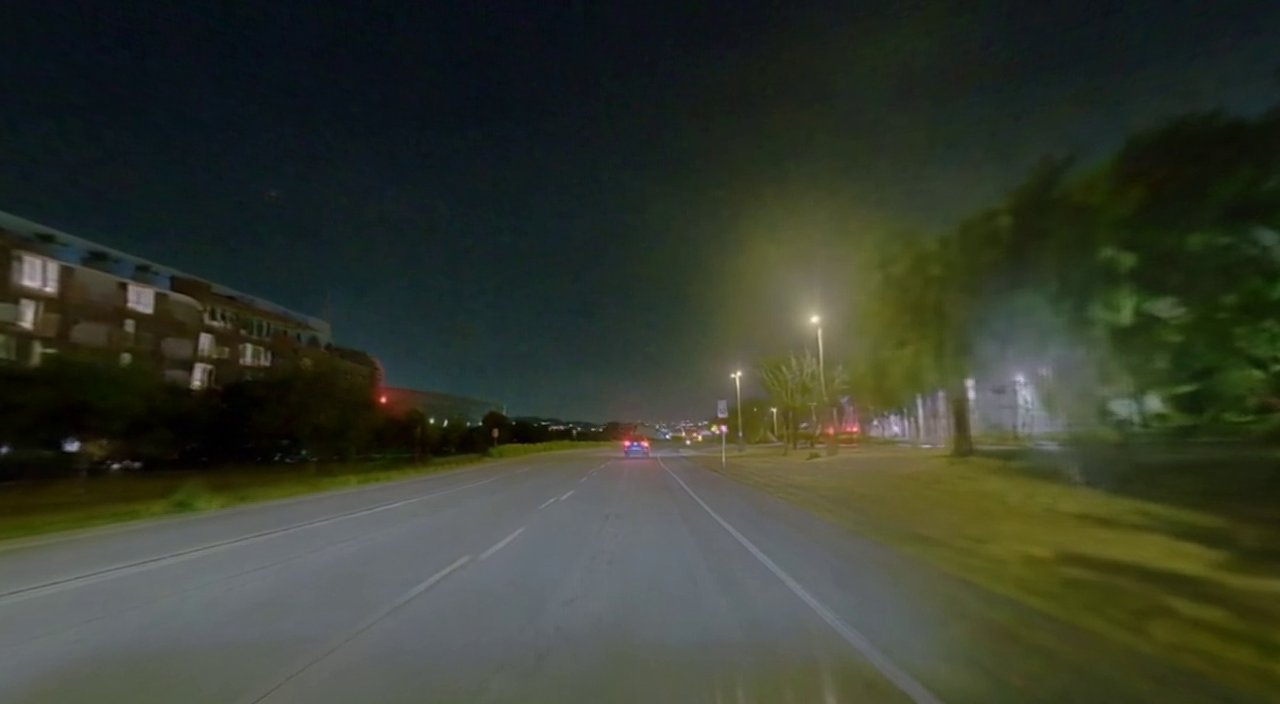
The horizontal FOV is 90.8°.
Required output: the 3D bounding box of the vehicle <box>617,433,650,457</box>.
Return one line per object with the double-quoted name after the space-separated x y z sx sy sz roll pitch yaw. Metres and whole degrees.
-0.450 7.265 49.125 2.370 1.781 4.440 0 -9 2 "vehicle"
